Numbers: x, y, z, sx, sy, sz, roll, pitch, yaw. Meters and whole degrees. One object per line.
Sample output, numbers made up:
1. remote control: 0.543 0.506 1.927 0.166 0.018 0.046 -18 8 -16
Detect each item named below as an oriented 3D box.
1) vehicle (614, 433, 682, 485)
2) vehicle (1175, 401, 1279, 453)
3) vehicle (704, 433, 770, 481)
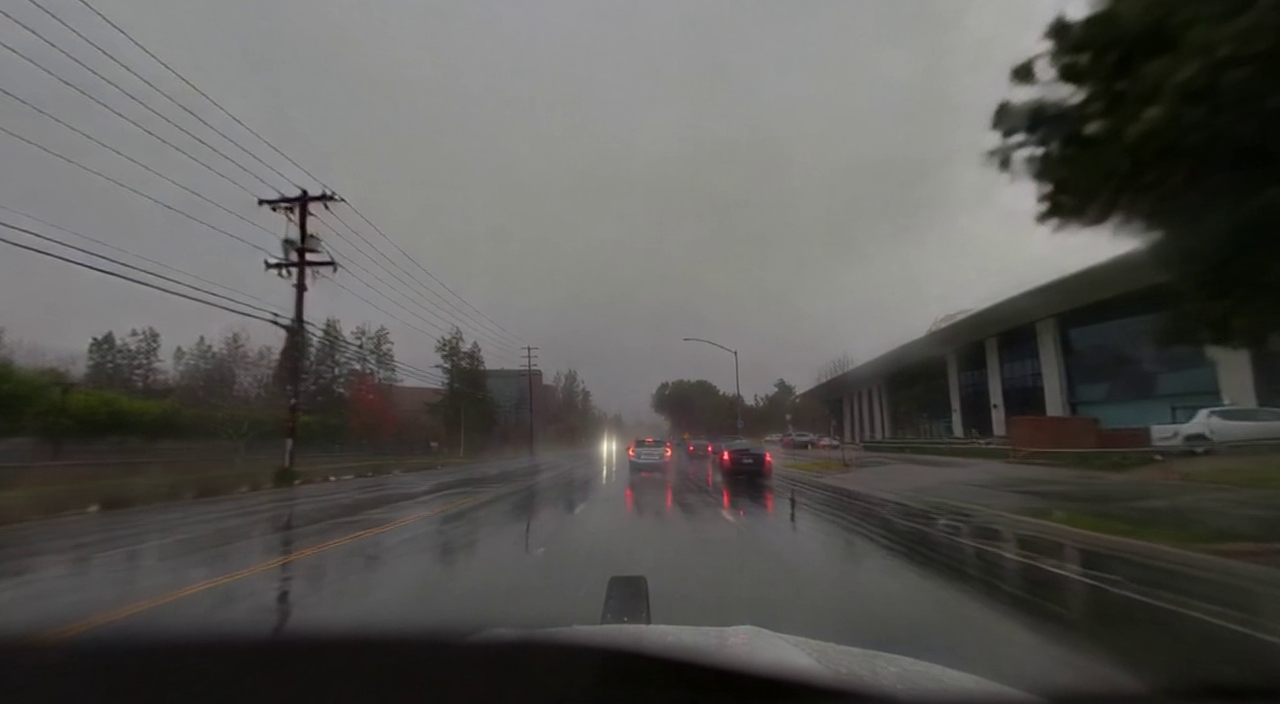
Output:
1. vehicle: 0.290 3.753 22.462 2.200 1.653 4.127 0 -8 1
2. vehicle: 20.649 2.454 20.352 1.943 1.617 4.713 3 -9 -16
3. vehicle: 3.684 4.045 24.657 1.914 1.698 4.049 0 -8 0
